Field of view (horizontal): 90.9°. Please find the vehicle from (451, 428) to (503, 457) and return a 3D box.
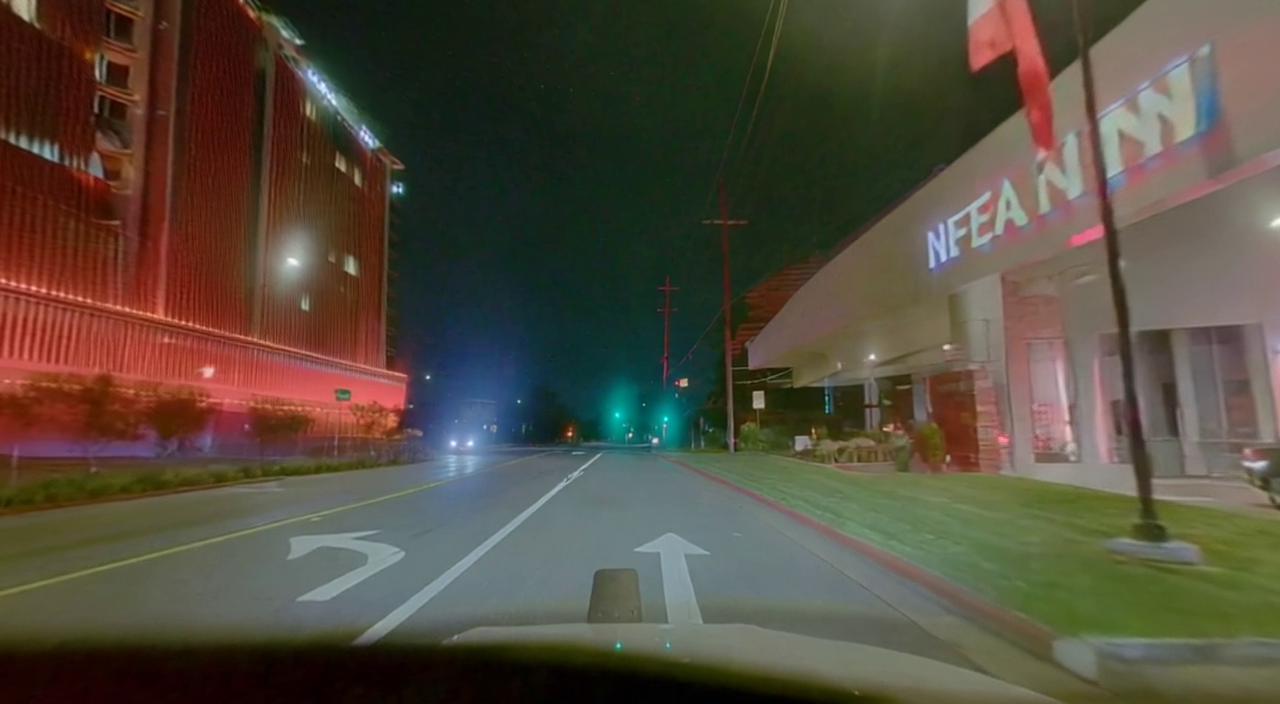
[{"bbox_3d":[-8.703,4.866,33.996,1.919,1.484,3.879,0,-8,-3],"label":"vehicle"}]
